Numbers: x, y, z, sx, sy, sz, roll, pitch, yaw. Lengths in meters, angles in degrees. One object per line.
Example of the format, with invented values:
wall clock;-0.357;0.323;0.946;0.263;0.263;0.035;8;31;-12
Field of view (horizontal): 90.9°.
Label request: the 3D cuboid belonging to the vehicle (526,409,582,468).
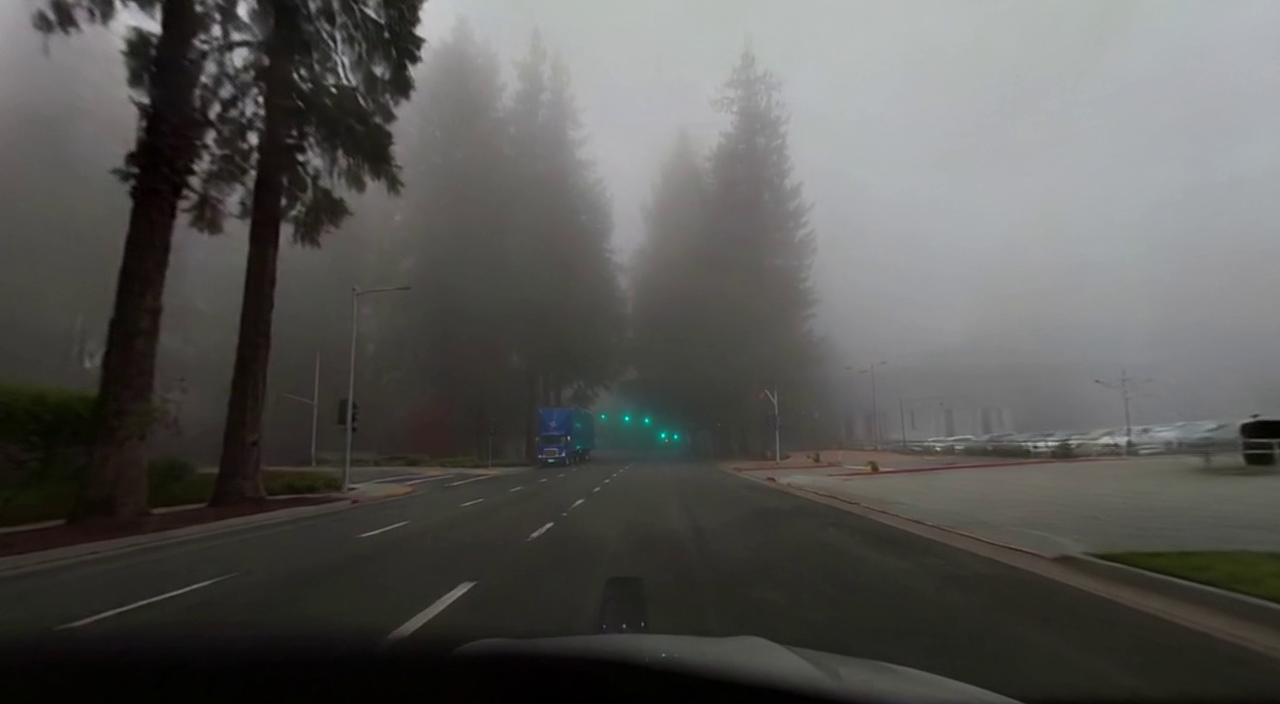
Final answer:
vehicle;-6.336;6.604;47.847;3.053;4.058;8.110;0;-9;0
